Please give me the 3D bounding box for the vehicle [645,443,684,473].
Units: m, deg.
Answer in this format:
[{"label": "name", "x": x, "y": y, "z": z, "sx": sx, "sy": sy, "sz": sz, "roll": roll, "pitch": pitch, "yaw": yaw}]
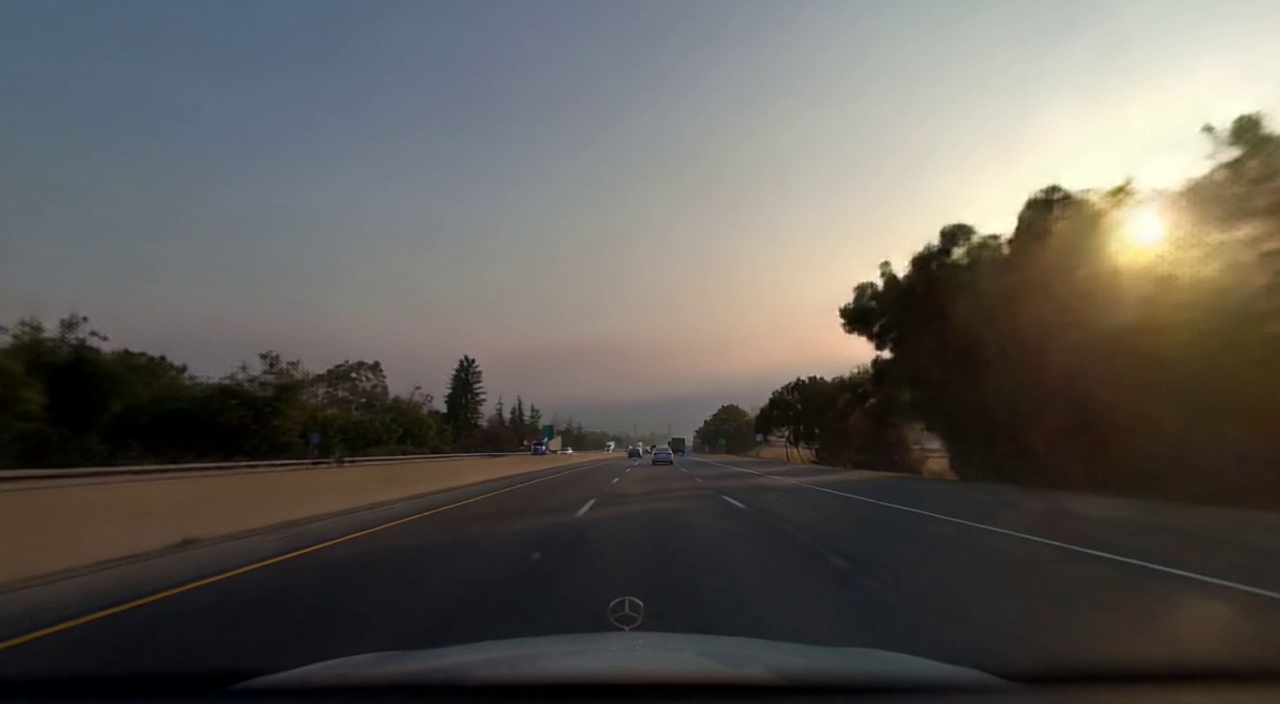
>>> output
[{"label": "vehicle", "x": 1.451, "y": 6.415, "z": 38.341, "sx": 2.231, "sy": 1.652, "sz": 4.503, "roll": 0, "pitch": -9, "yaw": 1}]
